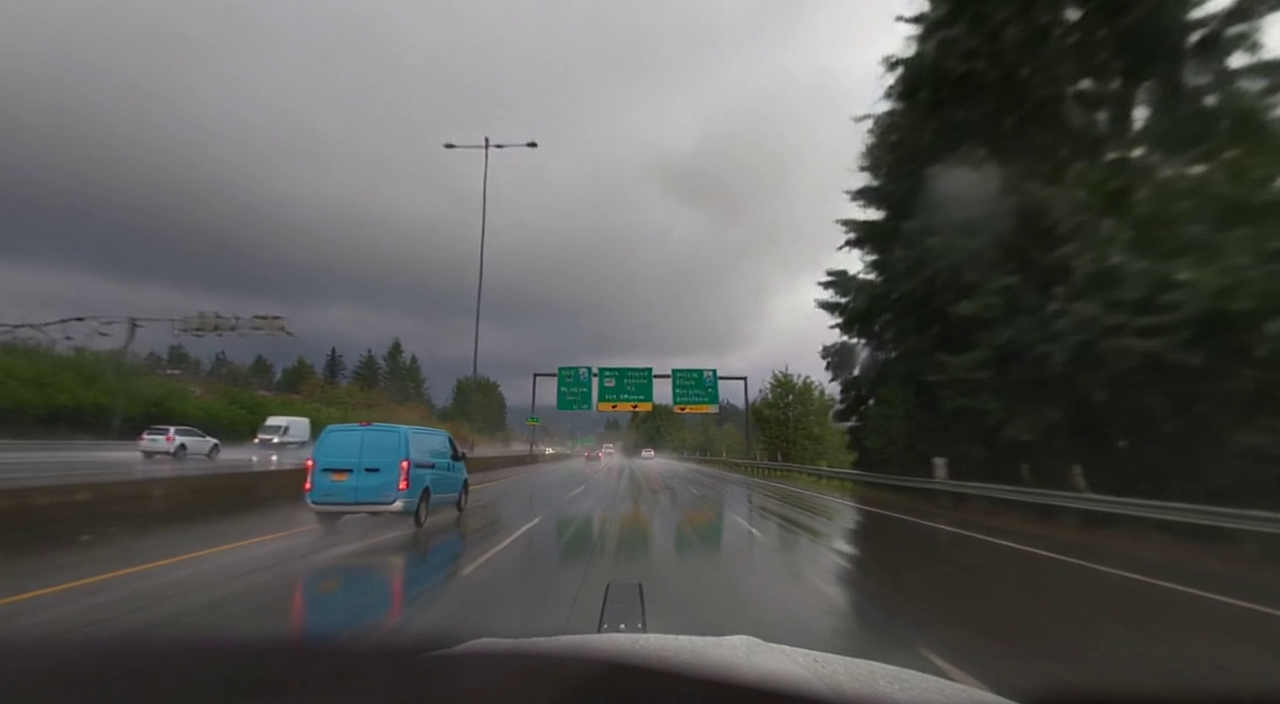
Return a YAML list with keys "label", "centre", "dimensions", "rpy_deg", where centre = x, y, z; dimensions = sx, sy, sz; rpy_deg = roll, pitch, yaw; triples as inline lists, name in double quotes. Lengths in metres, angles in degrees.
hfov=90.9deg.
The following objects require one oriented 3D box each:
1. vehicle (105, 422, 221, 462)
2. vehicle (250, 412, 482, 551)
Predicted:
- label: "vehicle"
  centre: [-19.210, 3.693, 25.599]
  dimensions: [1.879, 1.492, 3.607]
  rpy_deg: [0, -9, 0]
- label: "vehicle"
  centre: [-4.116, 2.026, 10.449]
  dimensions: [1.971, 1.795, 4.389]
  rpy_deg: [0, -9, -2]
